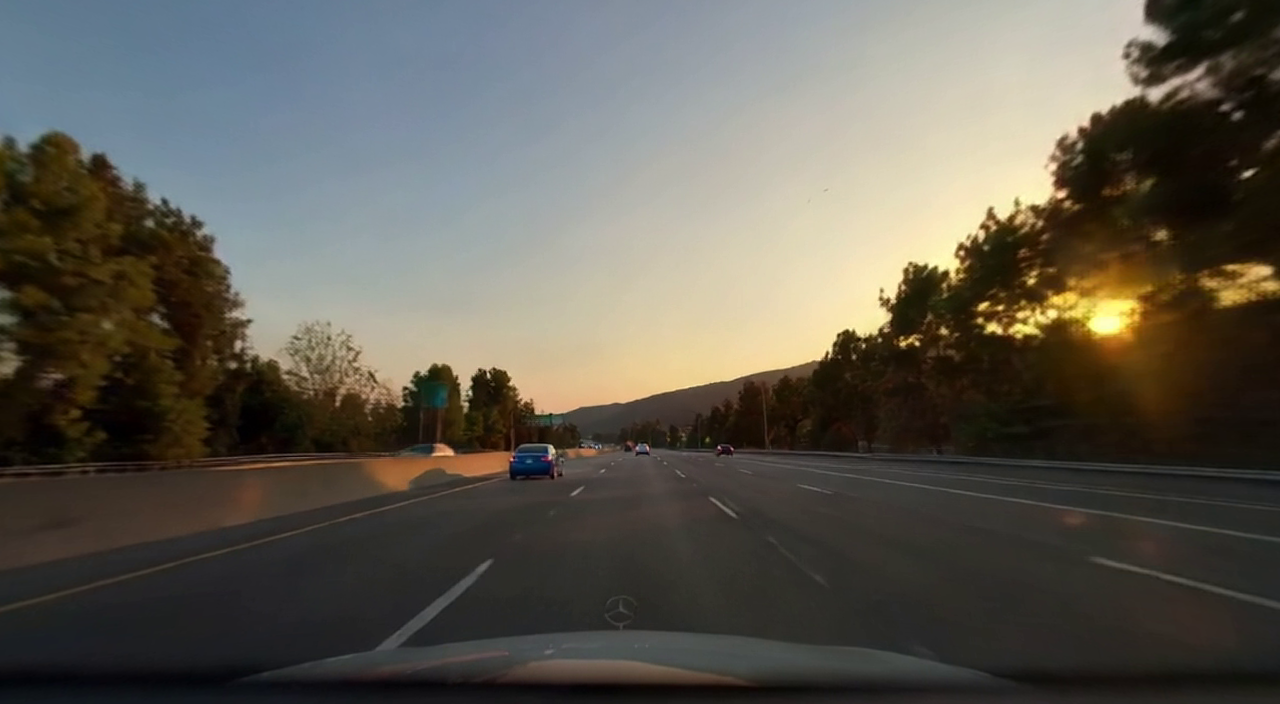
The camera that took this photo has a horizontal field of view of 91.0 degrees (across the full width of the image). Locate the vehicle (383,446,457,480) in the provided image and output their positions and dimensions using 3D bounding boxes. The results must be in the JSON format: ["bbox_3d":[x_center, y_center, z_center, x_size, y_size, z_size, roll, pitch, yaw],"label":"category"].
[{"bbox_3d":[-10.543,5.317,30.549,1.885,1.527,4.459,0,-9,1],"label":"vehicle"}]

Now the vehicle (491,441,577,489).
[{"bbox_3d":[-3.630,3.972,22.510,2.162,1.493,4.583,0,-8,1],"label":"vehicle"}]
